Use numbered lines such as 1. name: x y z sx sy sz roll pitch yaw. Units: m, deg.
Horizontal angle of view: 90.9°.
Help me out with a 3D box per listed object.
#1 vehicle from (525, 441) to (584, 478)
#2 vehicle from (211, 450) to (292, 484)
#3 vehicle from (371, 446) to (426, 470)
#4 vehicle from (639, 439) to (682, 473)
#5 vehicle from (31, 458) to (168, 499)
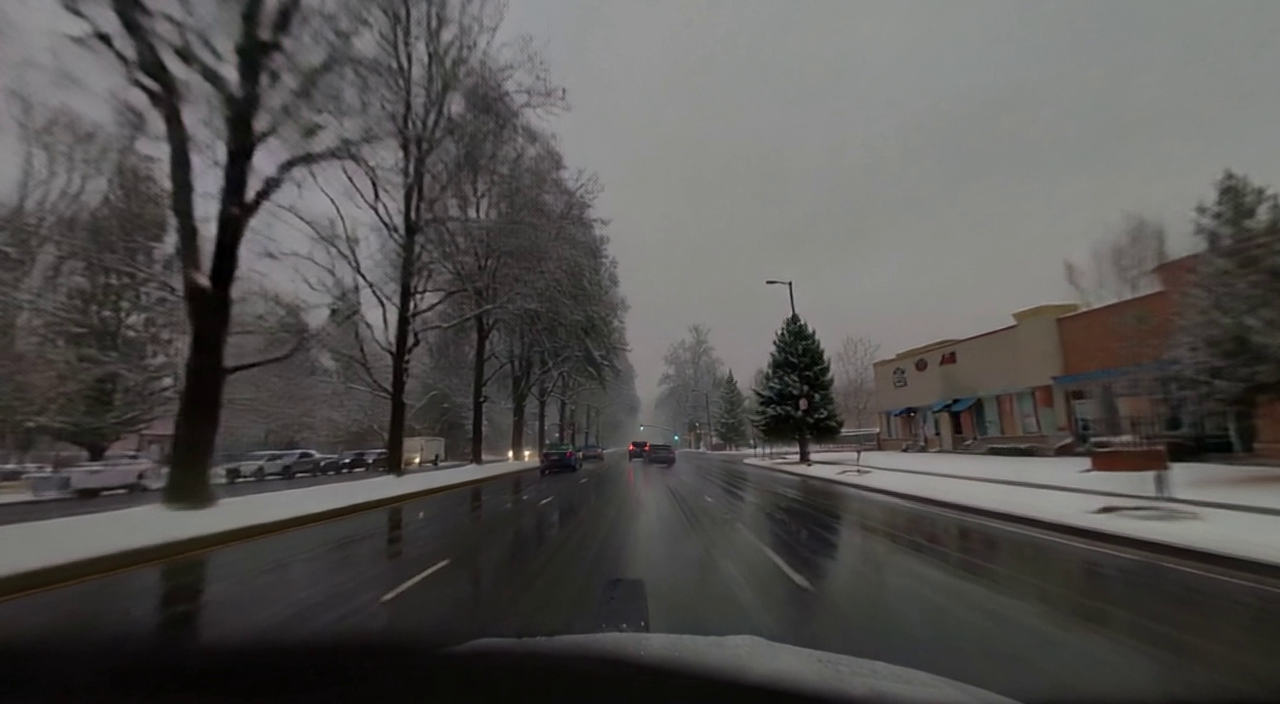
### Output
1. vehicle: -3.708 4.737 28.136 1.908 1.481 4.536 0 -8 1
2. vehicle: -22.797 6.735 37.231 1.887 1.801 4.587 0 -8 -1
3. vehicle: -18.470 8.103 48.501 2.021 1.732 5.410 0 -8 1
4. vehicle: 0.959 5.144 31.473 1.922 1.579 3.642 0 -8 -1
5. vehicle: -22.950 5.360 27.039 1.905 1.483 4.479 0 -8 0
